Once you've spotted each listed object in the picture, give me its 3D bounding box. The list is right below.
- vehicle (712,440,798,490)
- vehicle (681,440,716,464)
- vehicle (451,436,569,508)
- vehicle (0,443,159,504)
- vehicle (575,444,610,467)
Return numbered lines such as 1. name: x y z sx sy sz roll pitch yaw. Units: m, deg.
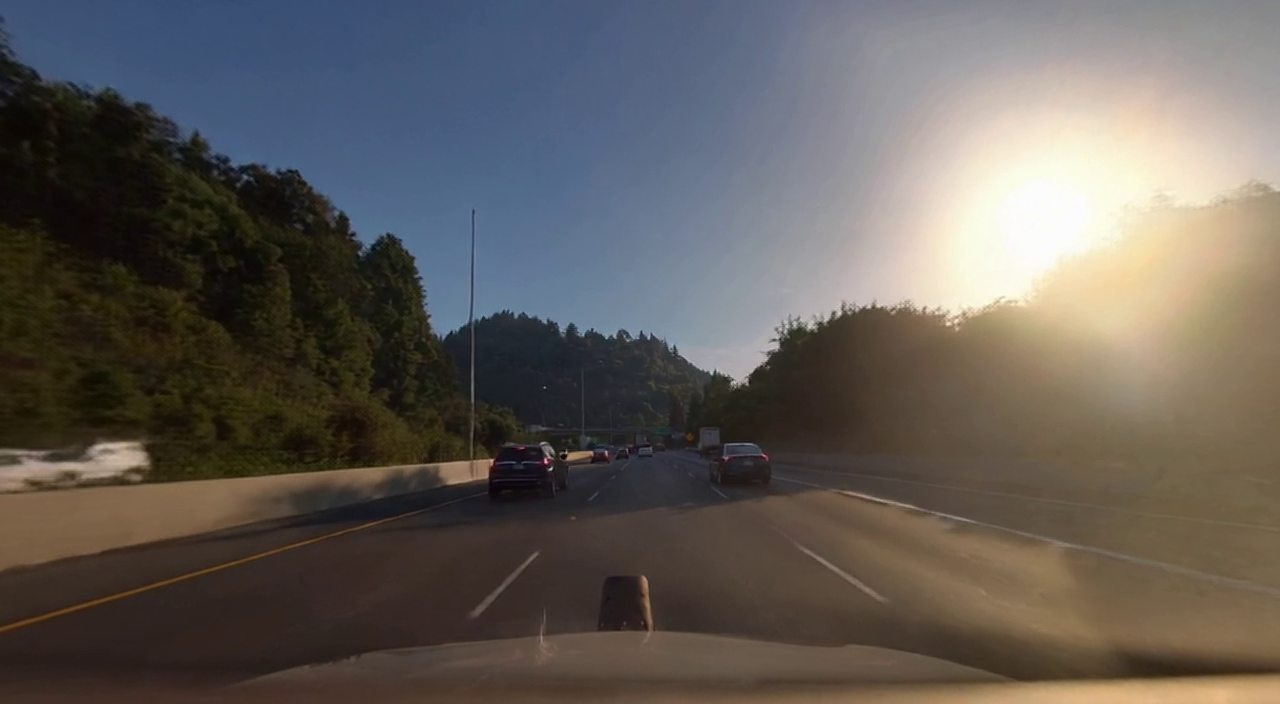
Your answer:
1. vehicle: 3.730 3.739 21.367 2.040 1.461 4.822 -1 -8 1
2. vehicle: 4.427 7.630 48.399 2.144 1.752 4.765 0 -8 0
3. vehicle: -3.224 3.068 16.777 1.974 1.589 5.047 -1 -8 1
4. vehicle: -23.631 4.620 24.518 2.721 2.129 9.070 -1 -8 1
5. vehicle: -3.300 7.331 44.995 2.099 1.494 4.504 -1 -8 1
